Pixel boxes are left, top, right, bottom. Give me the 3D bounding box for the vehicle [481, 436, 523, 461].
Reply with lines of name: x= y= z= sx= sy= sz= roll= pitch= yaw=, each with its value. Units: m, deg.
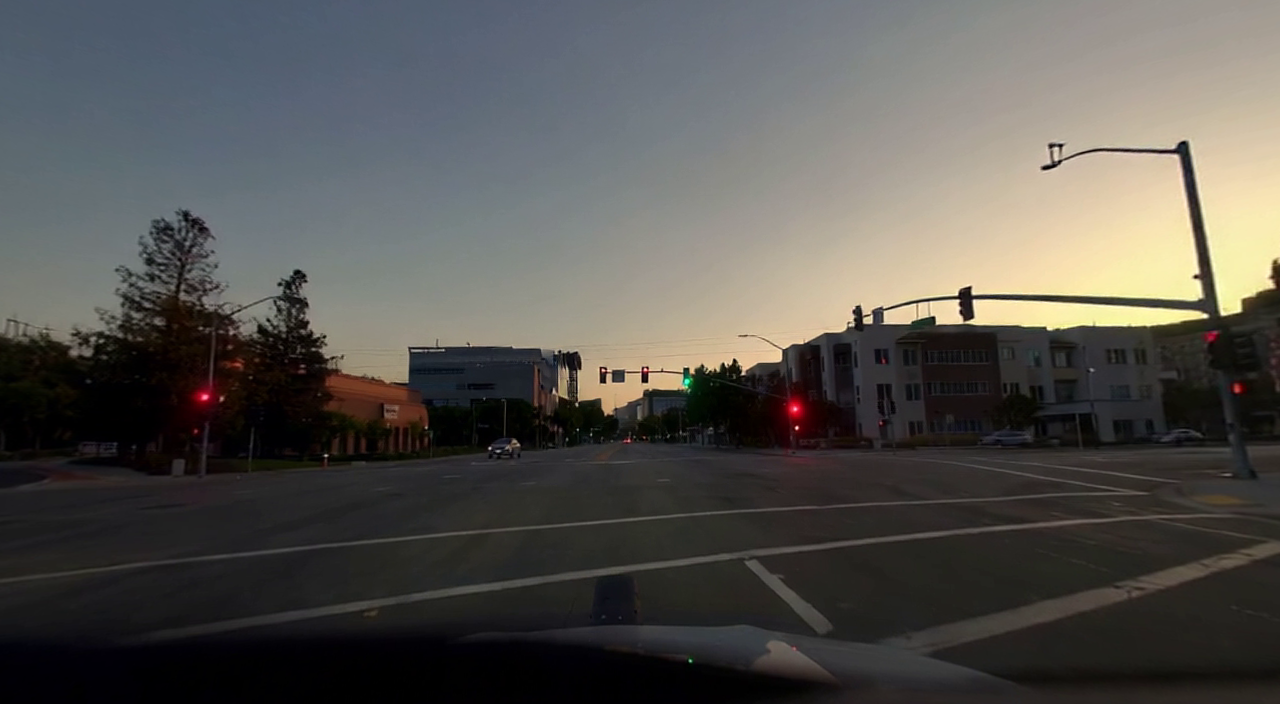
vehicle: x=-9.727 y=6.826 z=44.861 sx=1.988 sy=1.692 sz=4.412 roll=0 pitch=-8 yaw=0
